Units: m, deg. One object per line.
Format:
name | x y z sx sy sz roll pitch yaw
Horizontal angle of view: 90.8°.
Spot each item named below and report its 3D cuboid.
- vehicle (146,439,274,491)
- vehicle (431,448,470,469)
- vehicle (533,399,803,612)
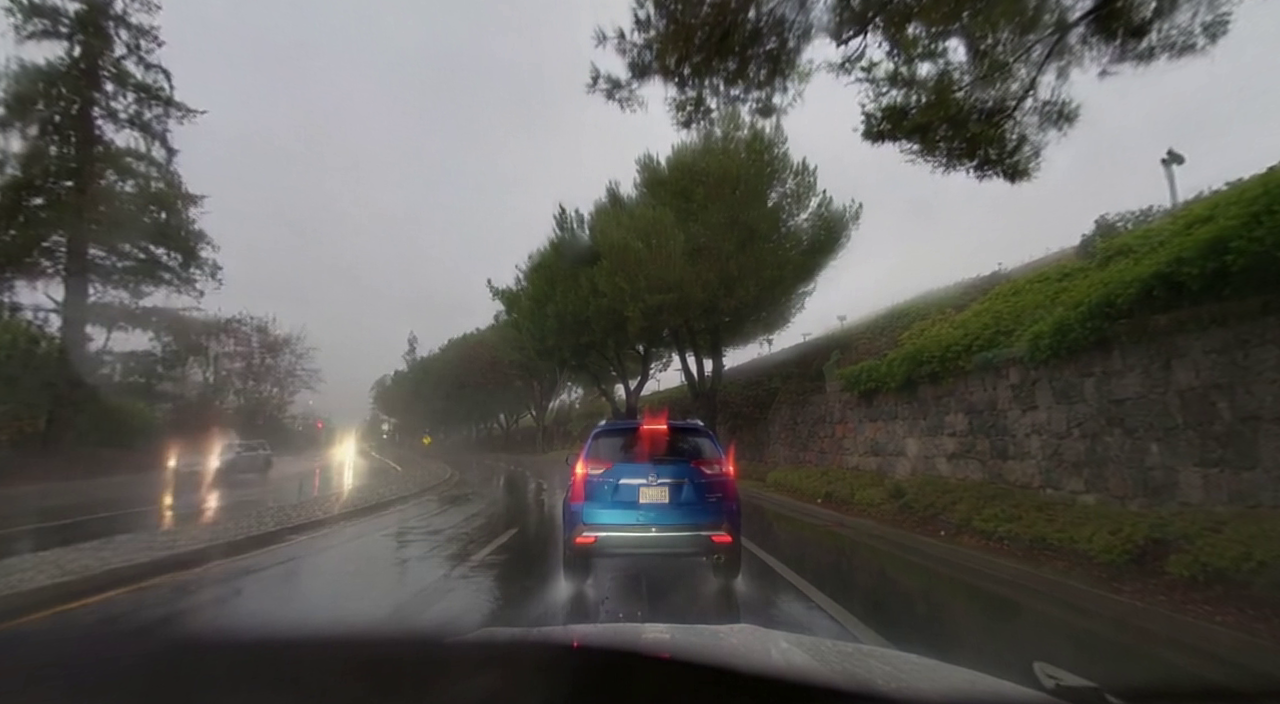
vehicle | -15.611 4.104 23.320 2.317 1.695 4.538 2 -9 -13
vehicle | -14.286 7.972 47.440 2.023 1.474 4.286 4 -10 -27
vehicle | 0.066 1.603 7.543 2.287 1.762 4.269 1 -9 -5
